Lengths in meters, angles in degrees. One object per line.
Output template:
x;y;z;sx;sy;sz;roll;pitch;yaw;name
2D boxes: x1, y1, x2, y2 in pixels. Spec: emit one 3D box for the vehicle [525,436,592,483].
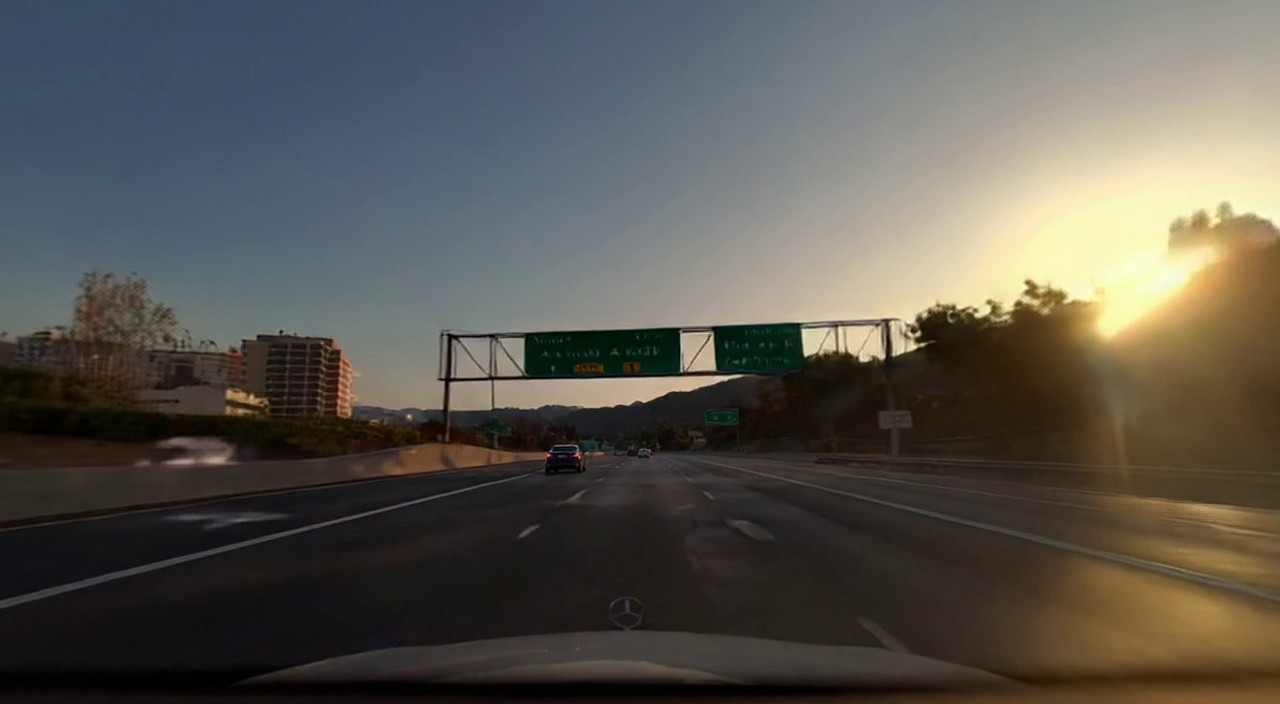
-3.154;4.268;25.413;2.072;1.706;4.359;0;-8;1;vehicle
